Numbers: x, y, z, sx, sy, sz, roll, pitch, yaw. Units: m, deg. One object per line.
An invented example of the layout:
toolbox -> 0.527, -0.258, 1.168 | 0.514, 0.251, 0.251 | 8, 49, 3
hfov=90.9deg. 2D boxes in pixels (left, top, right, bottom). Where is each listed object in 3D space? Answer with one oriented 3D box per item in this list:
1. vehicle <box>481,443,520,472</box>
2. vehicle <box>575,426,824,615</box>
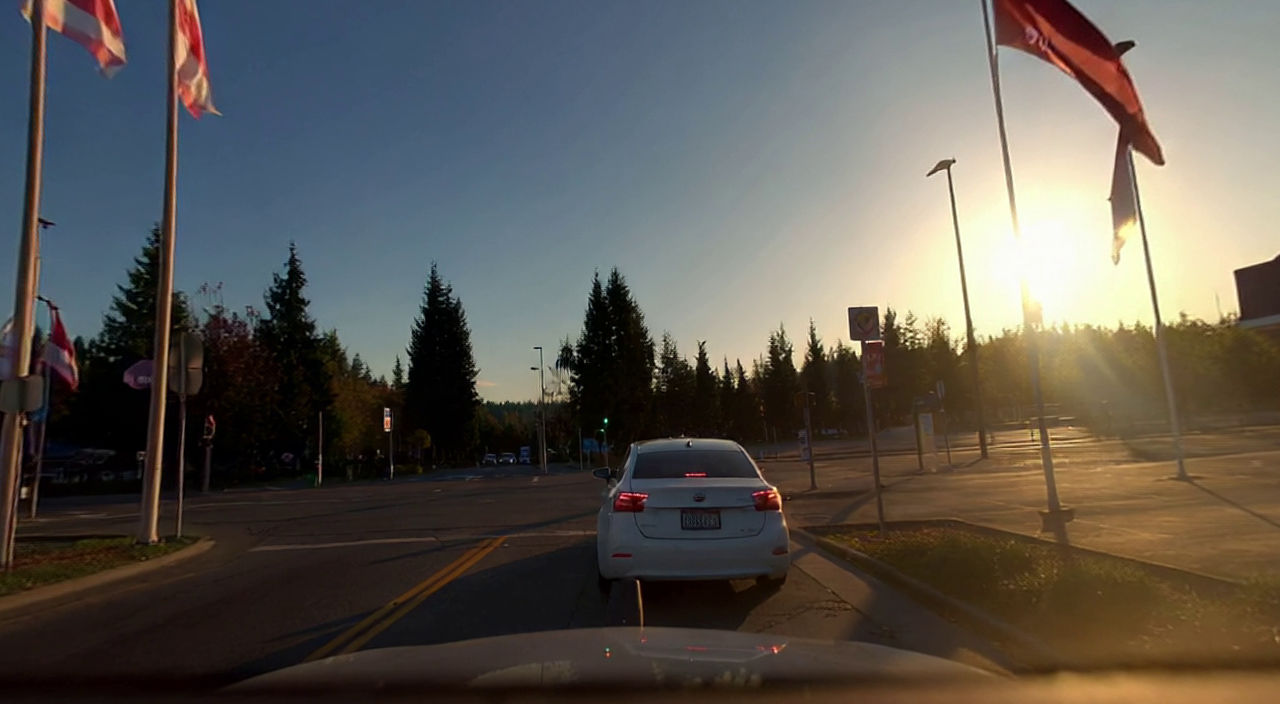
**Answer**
vehicle -> -10.098, 7.673, 45.870 | 2.212, 1.948, 4.537 | 0, -9, -6
vehicle -> 0.377, 1.620, 6.895 | 1.985, 1.463, 3.647 | 0, -9, -3
